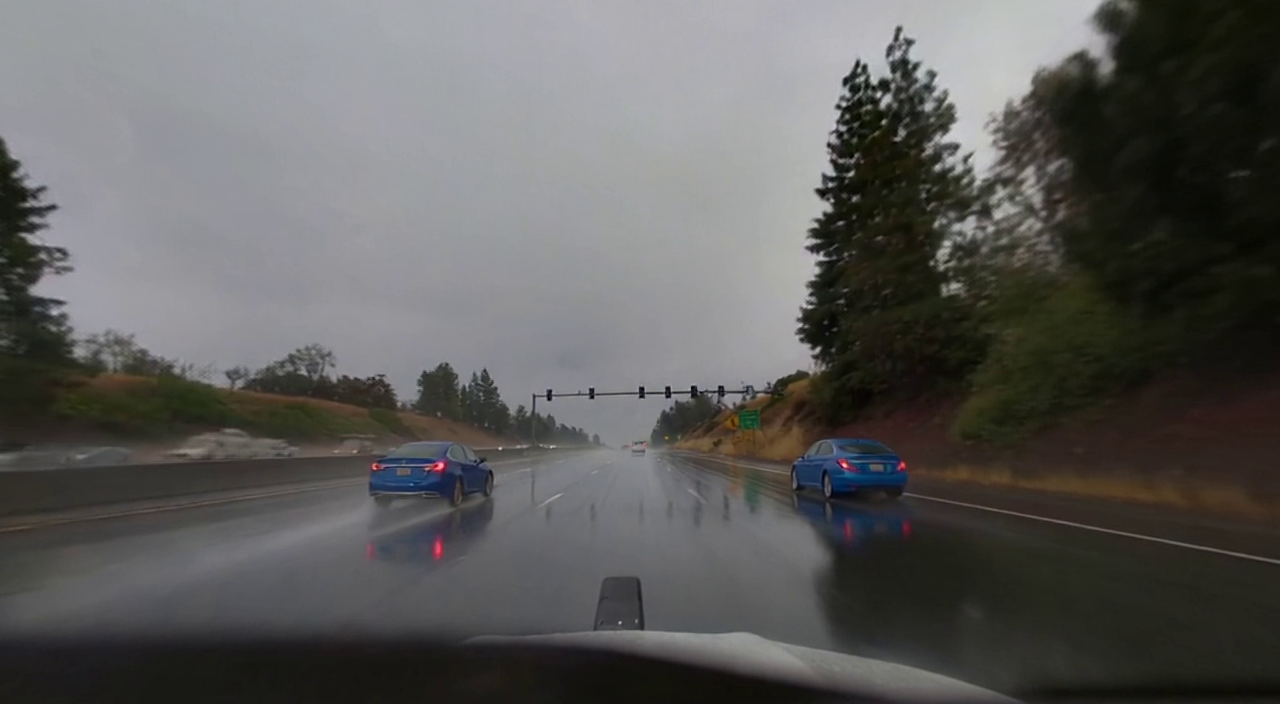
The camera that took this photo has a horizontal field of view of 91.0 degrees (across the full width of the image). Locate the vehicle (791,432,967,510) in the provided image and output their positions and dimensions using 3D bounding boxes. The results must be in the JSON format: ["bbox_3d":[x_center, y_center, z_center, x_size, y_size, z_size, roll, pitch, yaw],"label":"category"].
[{"bbox_3d":[5.208,2.667,14.594,2.049,1.481,4.774,0,-9,-2],"label":"vehicle"}]

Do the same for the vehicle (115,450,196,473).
[{"bbox_3d":[-32.842,7.429,42.851,1.793,1.440,4.727,0,-9,0],"label":"vehicle"}]

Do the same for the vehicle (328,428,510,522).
[{"bbox_3d":[-4.093,2.355,12.610,1.987,1.516,4.478,0,-9,1],"label":"vehicle"}]

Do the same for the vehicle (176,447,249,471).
[{"bbox_3d":[-28.868,7.224,42.687,1.801,1.487,4.459,0,-9,0],"label":"vehicle"}]
